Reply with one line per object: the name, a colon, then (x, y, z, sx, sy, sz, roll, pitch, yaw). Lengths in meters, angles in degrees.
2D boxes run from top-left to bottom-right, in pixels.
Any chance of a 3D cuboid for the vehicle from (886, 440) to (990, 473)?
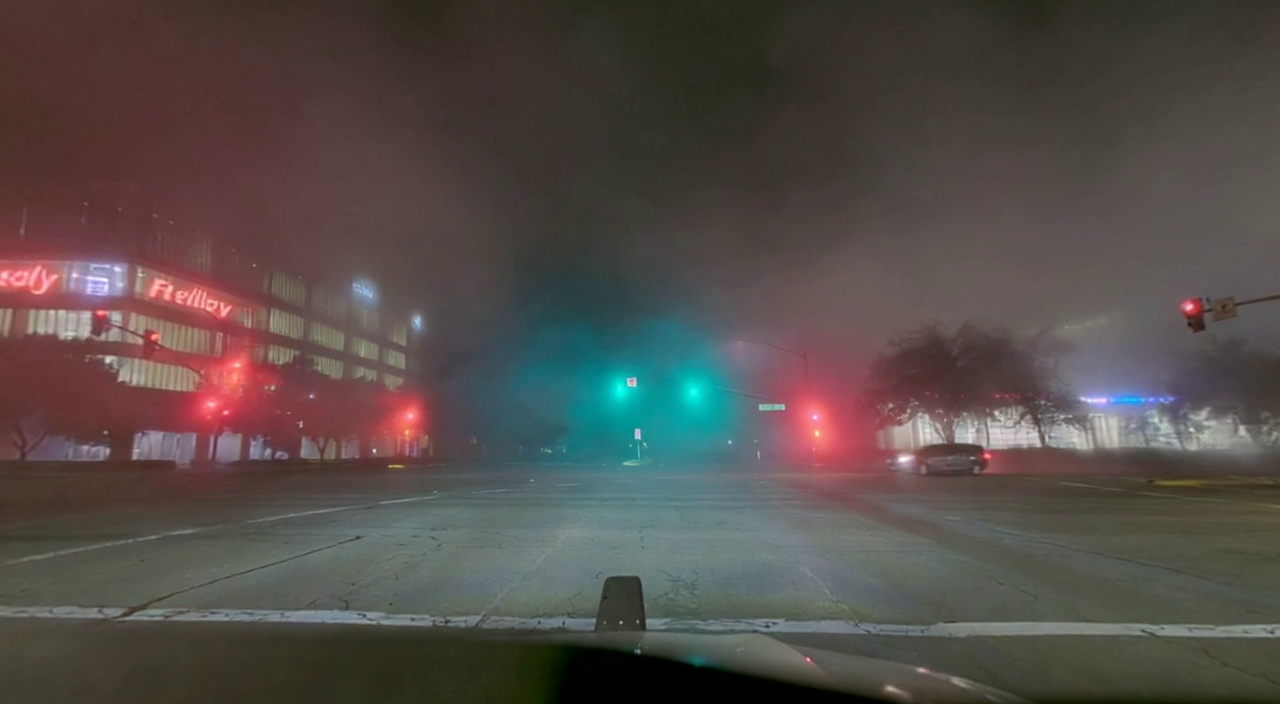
vehicle: (16.297, 5.710, 34.719, 4.639, 1.699, 2.030, 0, -9, -3)
